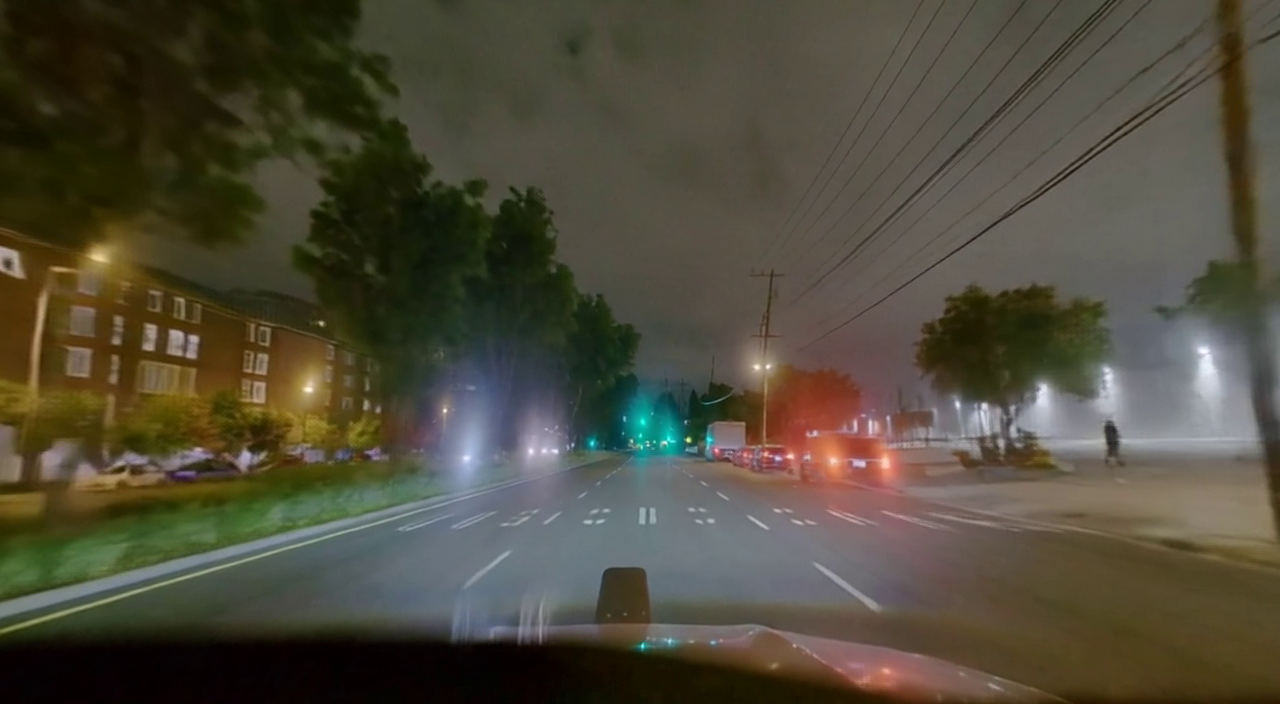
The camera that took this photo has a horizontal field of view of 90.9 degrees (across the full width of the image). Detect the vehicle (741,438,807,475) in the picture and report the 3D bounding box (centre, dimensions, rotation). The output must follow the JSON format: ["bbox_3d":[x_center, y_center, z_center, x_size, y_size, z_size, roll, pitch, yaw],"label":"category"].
[{"bbox_3d":[7.123,5.634,34.174,2.258,1.845,5.381,0,-9,-1],"label":"vehicle"}]

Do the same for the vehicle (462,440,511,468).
[{"bbox_3d":[-11.704,7.833,48.529,2.418,1.978,5.196,-1,-9,1],"label":"vehicle"}]

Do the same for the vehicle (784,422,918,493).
[{"bbox_3d":[6.951,3.602,21.808,2.563,2.090,6.077,0,-9,1],"label":"vehicle"}]

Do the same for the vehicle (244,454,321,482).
[{"bbox_3d":[-22.126,7.175,39.265,1.778,1.533,4.967,-1,-9,2],"label":"vehicle"}]

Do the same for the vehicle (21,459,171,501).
[{"bbox_3d":[-22.330,5.227,26.206,1.877,1.473,4.892,-1,-9,1],"label":"vehicle"}]

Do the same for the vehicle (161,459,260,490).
[{"bbox_3d":[-22.186,6.322,32.788,1.907,1.404,4.413,-1,-9,2],"label":"vehicle"}]
